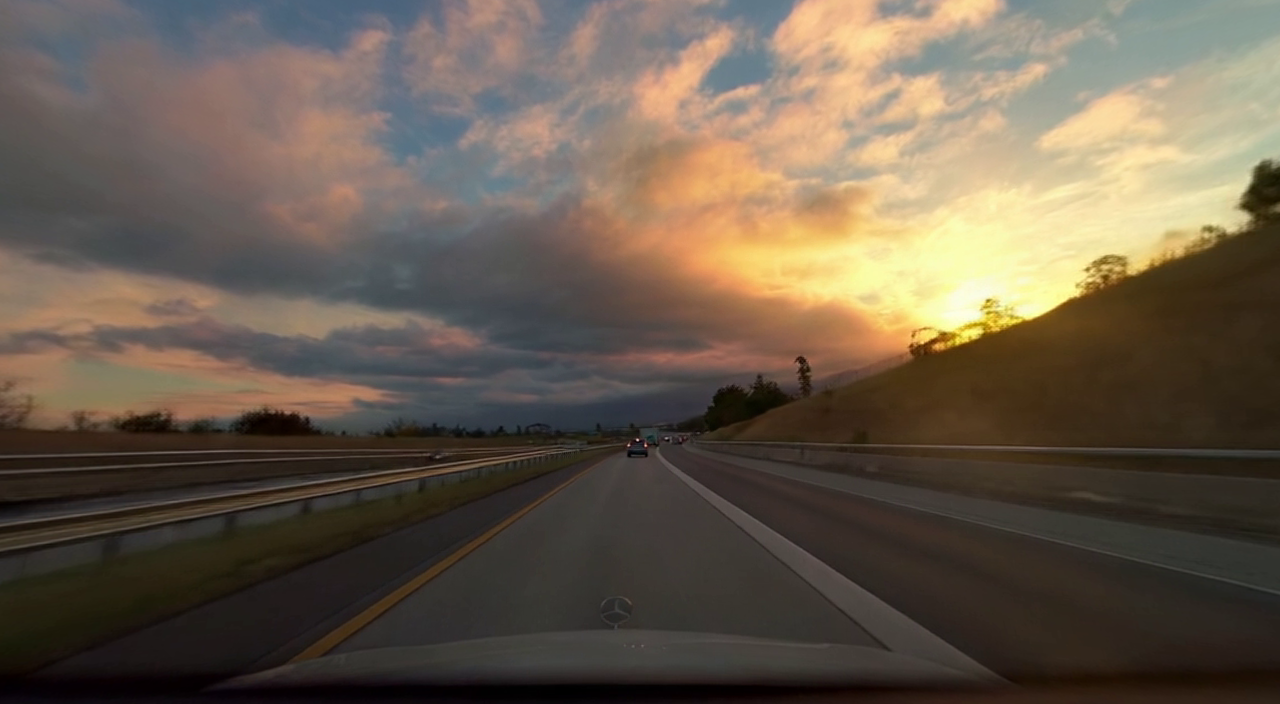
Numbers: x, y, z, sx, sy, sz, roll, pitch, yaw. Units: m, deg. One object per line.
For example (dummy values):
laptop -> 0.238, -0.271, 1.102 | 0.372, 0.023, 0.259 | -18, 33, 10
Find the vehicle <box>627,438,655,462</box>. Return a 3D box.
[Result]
vehicle -> 0.038, 7.384, 47.666 | 2.059, 1.696, 4.165 | 0, -8, -1
